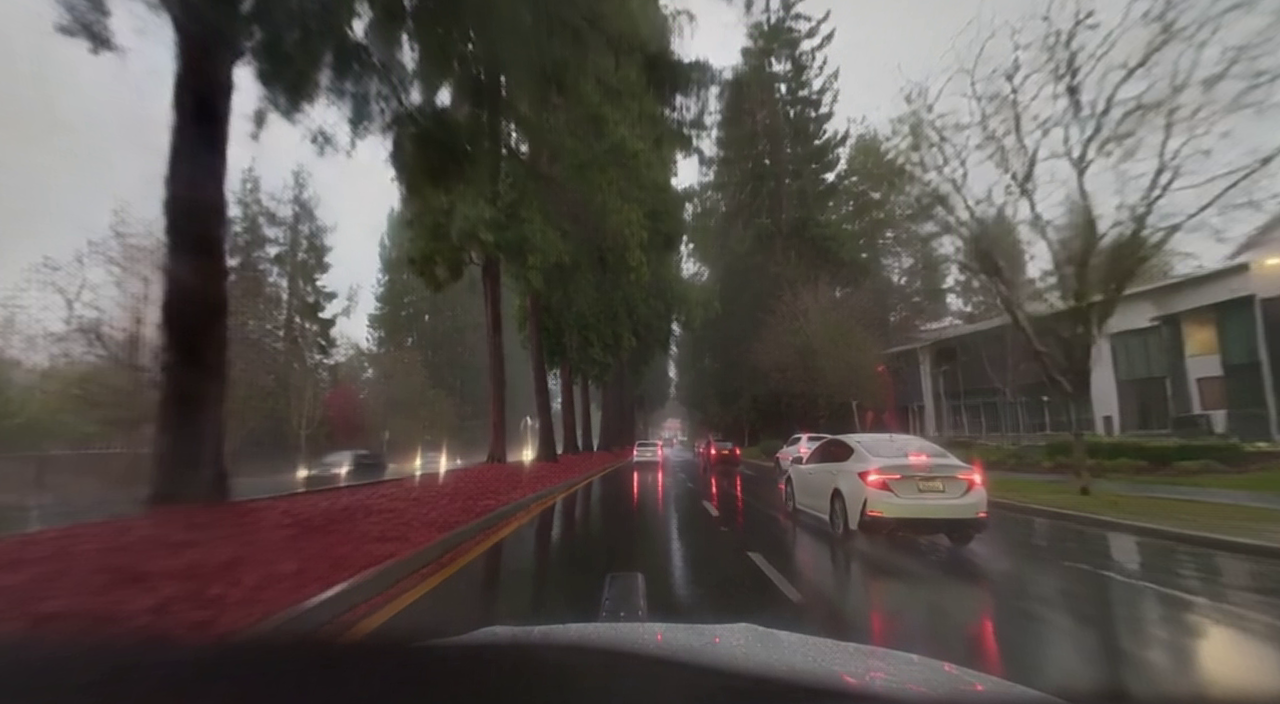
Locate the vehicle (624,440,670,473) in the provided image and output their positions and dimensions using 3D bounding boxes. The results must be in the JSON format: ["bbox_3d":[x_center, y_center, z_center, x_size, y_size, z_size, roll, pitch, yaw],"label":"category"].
[{"bbox_3d":[0.377,4.996,30.494,2.082,1.473,4.028,0,-8,2],"label":"vehicle"}]

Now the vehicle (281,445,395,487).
[{"bbox_3d":[-11.570,4.382,24.658,2.123,1.453,4.712,0,-8,0],"label":"vehicle"}]

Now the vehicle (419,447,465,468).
[{"bbox_3d":[-14.618,7.781,46.905,1.843,1.453,4.425,0,-8,2],"label":"vehicle"}]

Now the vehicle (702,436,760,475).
[{"bbox_3d":[4.077,4.736,29.092,2.074,1.652,4.340,0,-9,0],"label":"vehicle"}]

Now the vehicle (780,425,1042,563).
[{"bbox_3d":[3.496,1.896,9.195,1.985,1.529,4.147,0,-8,0],"label":"vehicle"}]
